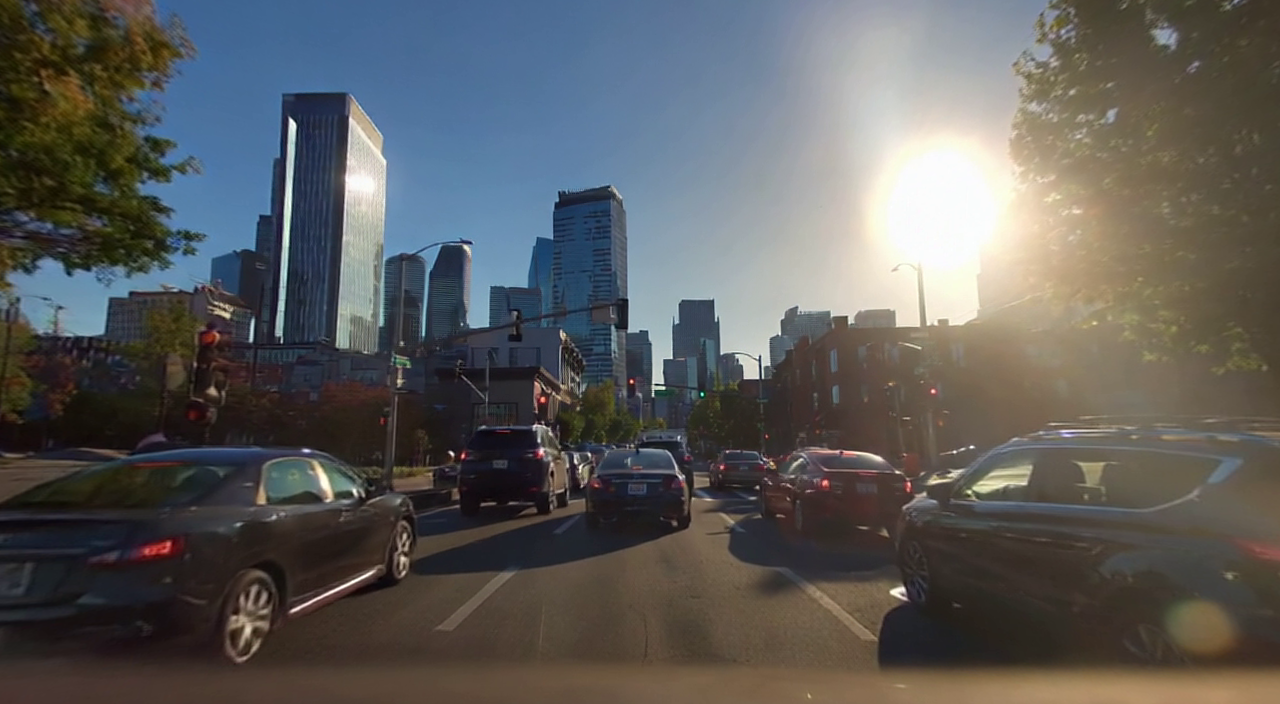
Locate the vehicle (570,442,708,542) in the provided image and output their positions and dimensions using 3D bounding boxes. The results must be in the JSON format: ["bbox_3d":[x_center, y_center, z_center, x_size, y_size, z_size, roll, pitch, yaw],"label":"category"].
[{"bbox_3d":[0.009,2.348,11.259,2.031,1.461,3.763,0,-8,1],"label":"vehicle"}]

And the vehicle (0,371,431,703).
[{"bbox_3d":[-3.417,1.273,5.115,2.046,1.744,4.407,0,-8,-2],"label":"vehicle"}]

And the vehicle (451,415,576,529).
[{"bbox_3d":[-2.501,2.449,13.386,1.683,2.039,3.703,0,-8,3],"label":"vehicle"}]

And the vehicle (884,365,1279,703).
[{"bbox_3d":[3.344,1.079,3.659,2.179,1.631,4.173,0,-8,0],"label":"vehicle"}]

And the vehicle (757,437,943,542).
[{"bbox_3d":[3.569,2.393,11.756,1.973,1.537,4.533,0,-8,1],"label":"vehicle"}]
